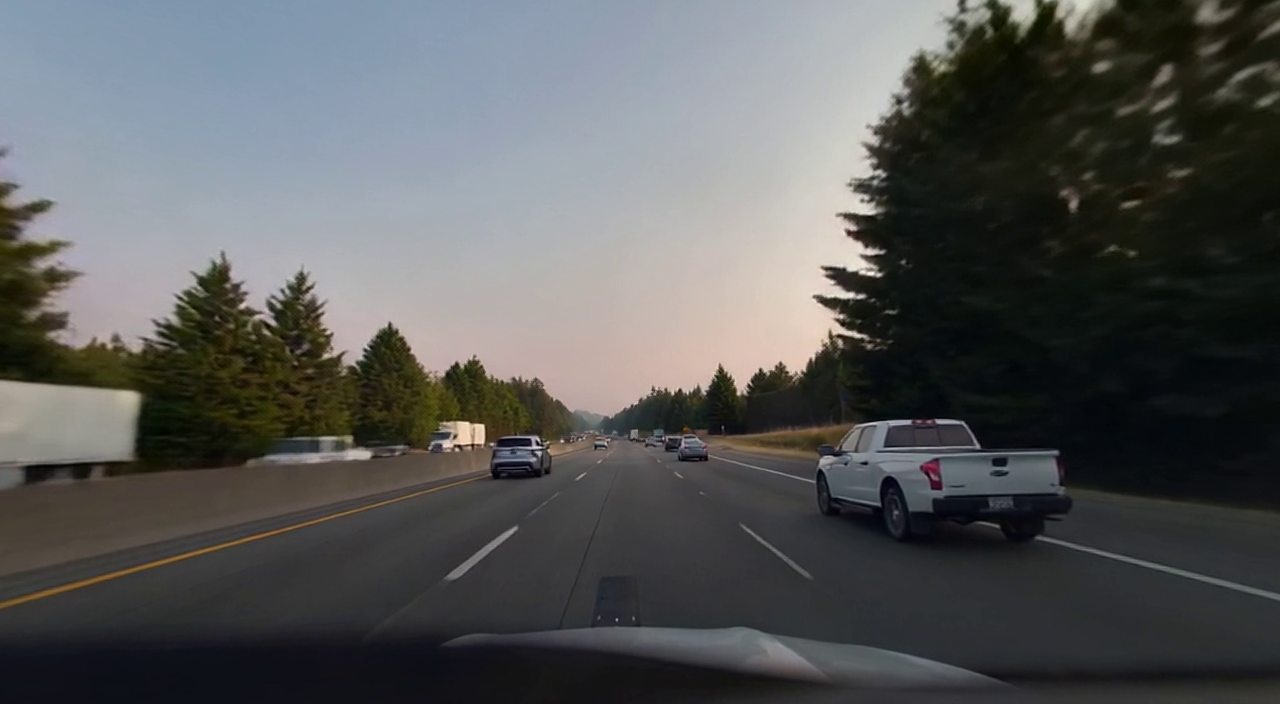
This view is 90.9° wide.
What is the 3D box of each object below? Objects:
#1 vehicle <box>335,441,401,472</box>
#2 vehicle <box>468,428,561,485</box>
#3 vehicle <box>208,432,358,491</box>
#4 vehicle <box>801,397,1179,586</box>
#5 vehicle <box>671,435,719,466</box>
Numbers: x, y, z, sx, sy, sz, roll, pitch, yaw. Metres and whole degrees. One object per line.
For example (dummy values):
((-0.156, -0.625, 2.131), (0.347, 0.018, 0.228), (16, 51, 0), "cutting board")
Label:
((-15.789, 6.065, 36.845), (1.935, 1.619, 4.445), (0, -8, -2), "vehicle")
((-3.884, 3.323, 20.447), (2.011, 1.614, 4.808), (0, -8, 0), "vehicle")
((-11.660, 3.569, 21.120), (2.084, 1.704, 5.029), (0, -8, 0), "vehicle")
((3.696, 1.544, 7.970), (1.949, 1.639, 4.748), (0, -8, -2), "vehicle")
((2.752, 5.042, 32.600), (1.990, 1.480, 3.865), (0, -8, -2), "vehicle")
